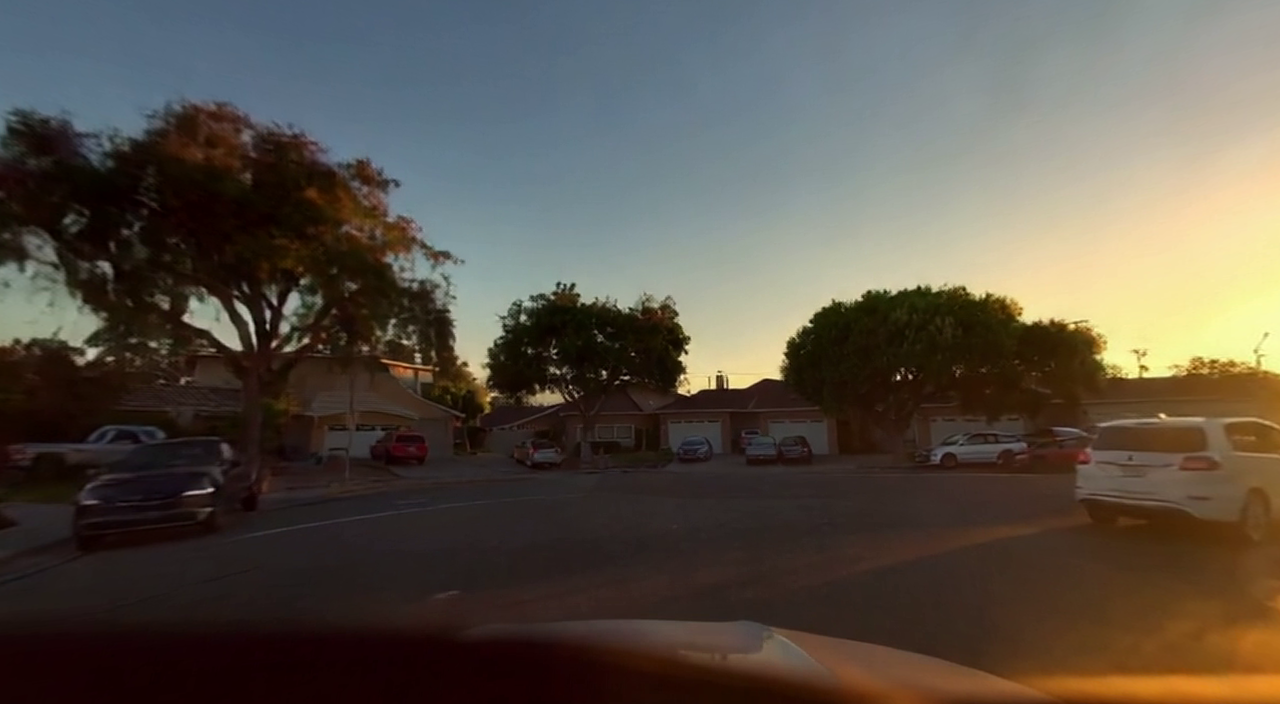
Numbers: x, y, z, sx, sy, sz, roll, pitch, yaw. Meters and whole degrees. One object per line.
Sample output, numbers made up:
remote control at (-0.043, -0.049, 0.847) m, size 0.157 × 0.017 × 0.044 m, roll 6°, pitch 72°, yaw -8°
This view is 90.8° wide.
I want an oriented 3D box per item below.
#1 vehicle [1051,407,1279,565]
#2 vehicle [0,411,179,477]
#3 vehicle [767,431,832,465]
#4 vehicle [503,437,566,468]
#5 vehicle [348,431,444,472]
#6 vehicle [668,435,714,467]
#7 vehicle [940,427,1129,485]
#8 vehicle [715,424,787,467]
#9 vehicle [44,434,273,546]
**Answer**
vehicle at (8.658, 1.823, 9.330) m, size 4.863 × 1.784 × 2.109 m, roll 4°, pitch -10°, yaw -28°
vehicle at (-15.913, 2.580, 17.735) m, size 4.400 × 1.717 × 2.067 m, roll -1°, pitch -8°, yaw 6°
vehicle at (8.378, 5.087, 33.559) m, size 2.160 × 1.695 × 4.183 m, roll 0°, pitch -8°, yaw -3°
vehicle at (-5.693, 5.321, 33.662) m, size 1.932 × 1.518 × 4.343 m, roll 5°, pitch -10°, yaw -29°
vehicle at (-12.021, 4.831, 30.944) m, size 5.096 × 1.824 × 2.305 m, roll -8°, pitch -11°, yaw 42°
vehicle at (2.579, 5.101, 32.648) m, size 1.833 × 1.540 × 3.532 m, roll 0°, pitch -8°, yaw -3°
vehicle at (13.143, 3.513, 21.509) m, size 5.082 × 1.789 × 1.947 m, roll -4°, pitch -9°, yaw 23°
vehicle at (5.579, 4.832, 32.595) m, size 2.455 × 2.018 × 5.271 m, roll 0°, pitch -8°, yaw -3°
vehicle at (-7.896, 2.210, 11.013) m, size 2.236 × 1.459 × 4.832 m, roll 4°, pitch -9°, yaw -26°
